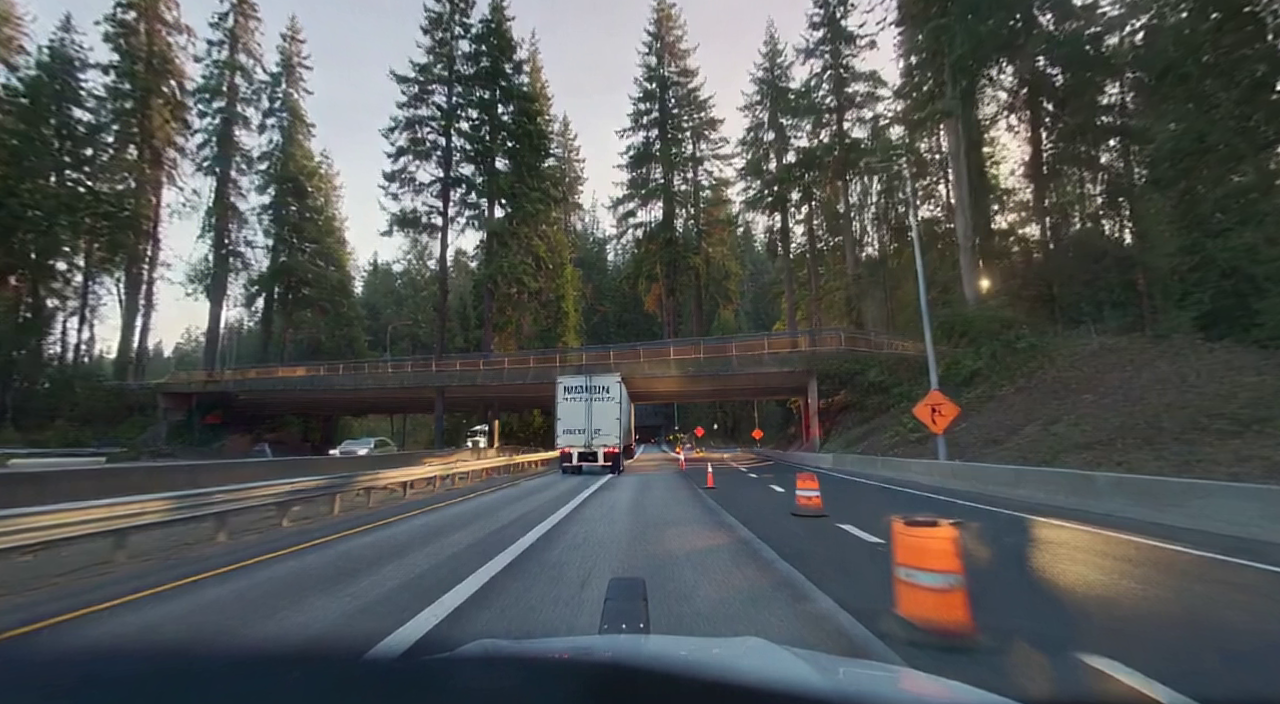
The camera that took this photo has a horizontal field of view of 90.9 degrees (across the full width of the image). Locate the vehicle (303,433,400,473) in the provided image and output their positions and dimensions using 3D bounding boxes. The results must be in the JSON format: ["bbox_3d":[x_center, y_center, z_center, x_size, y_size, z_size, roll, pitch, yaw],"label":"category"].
[{"bbox_3d":[-13.046,4.588,28.918,2.098,1.657,4.744,0,-8,1],"label":"vehicle"}]

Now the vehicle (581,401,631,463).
[{"bbox_3d":[-2.298,6.018,46.697,2.845,4.049,10.214,0,-8,1],"label":"vehicle"}]
